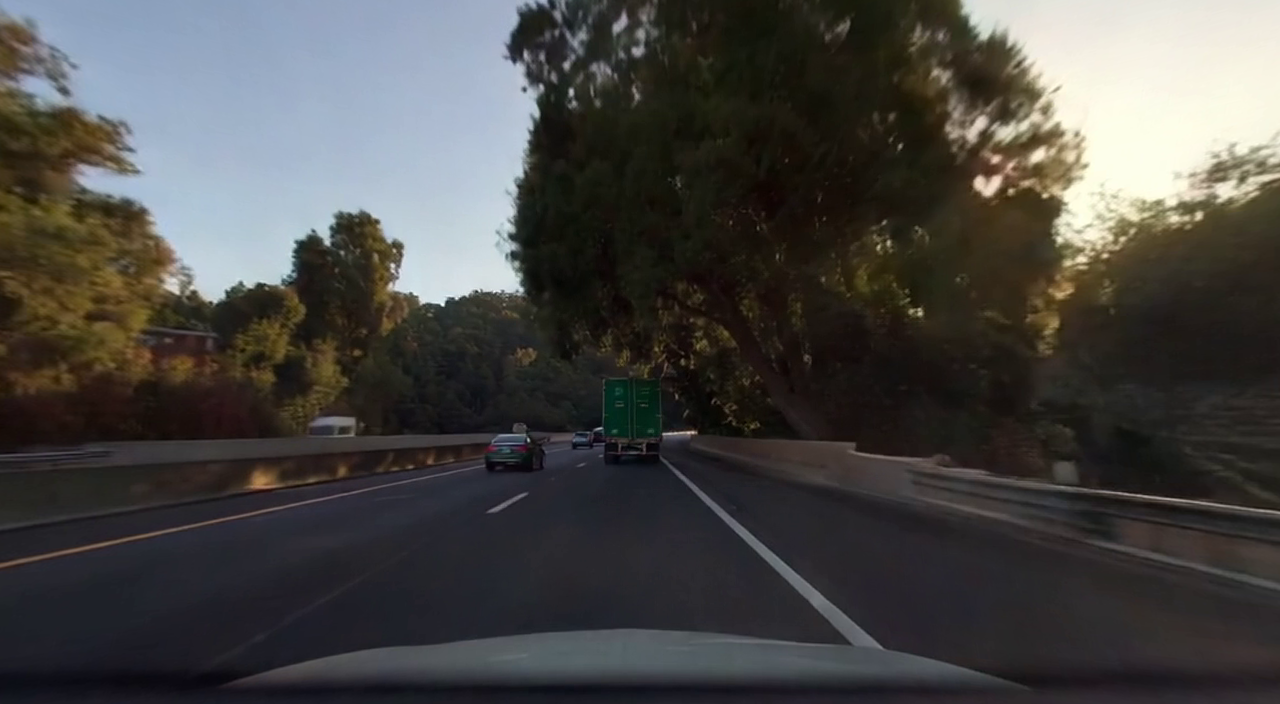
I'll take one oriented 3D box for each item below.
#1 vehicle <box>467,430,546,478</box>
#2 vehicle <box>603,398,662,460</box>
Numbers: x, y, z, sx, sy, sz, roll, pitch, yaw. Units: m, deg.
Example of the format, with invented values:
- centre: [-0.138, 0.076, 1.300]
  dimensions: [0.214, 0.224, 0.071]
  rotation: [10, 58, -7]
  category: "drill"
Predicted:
- centre: [-4.508, 3.488, 21.898]
  dimensions: [1.909, 1.520, 3.897]
  rotation: [0, -8, -1]
  category: "vehicle"
- centre: [-0.303, 3.153, 25.737]
  dimensions: [2.319, 2.461, 1.270]
  rotation: [0, -8, 0]
  category: "vehicle"
